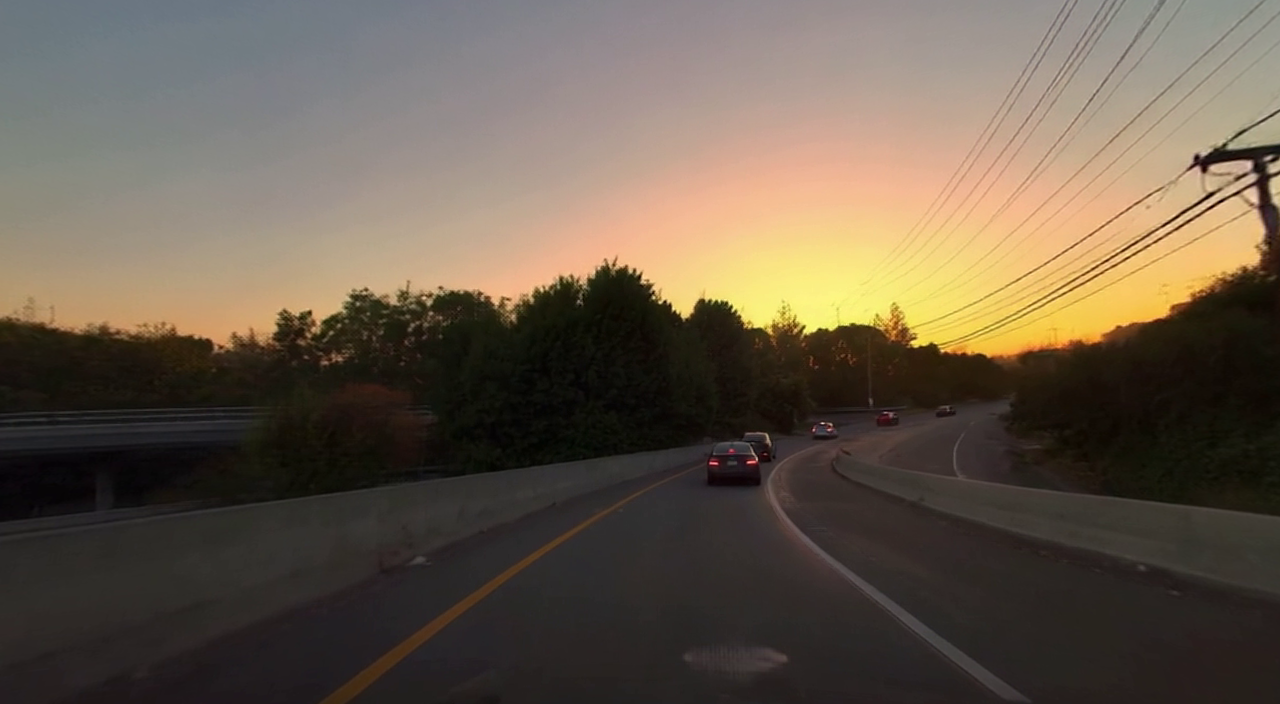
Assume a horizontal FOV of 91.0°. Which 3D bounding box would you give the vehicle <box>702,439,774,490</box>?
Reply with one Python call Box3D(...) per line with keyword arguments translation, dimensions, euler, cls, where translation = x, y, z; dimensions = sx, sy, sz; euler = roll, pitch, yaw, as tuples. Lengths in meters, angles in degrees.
Box3D(translation=(3.254, 3.637, 20.733), dimensions=(2.091, 1.482, 4.321), euler=(-2, -9, 10), cls="vehicle")
